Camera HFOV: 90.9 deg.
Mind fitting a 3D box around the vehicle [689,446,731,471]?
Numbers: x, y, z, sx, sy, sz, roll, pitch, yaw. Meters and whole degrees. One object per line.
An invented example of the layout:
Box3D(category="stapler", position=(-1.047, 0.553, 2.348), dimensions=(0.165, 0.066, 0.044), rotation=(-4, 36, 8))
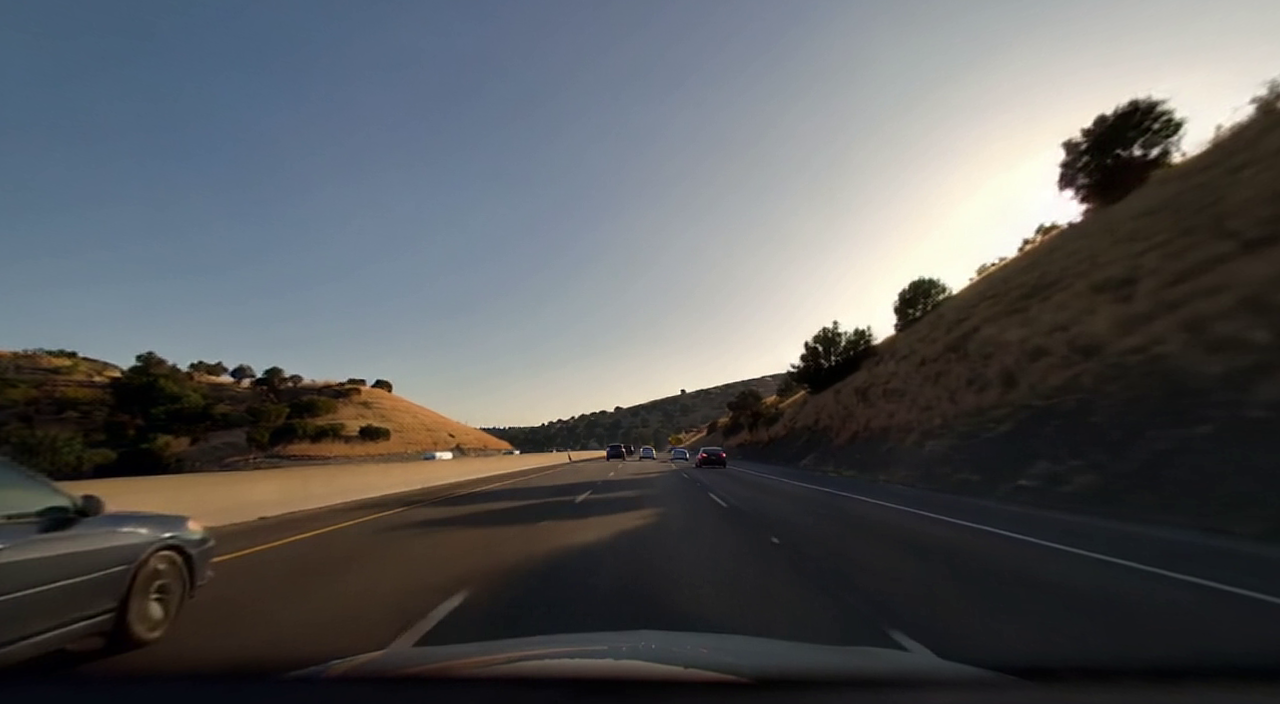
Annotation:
Box3D(category="vehicle", position=(3.912, 6.009, 35.781), dimensions=(1.976, 1.352, 3.602), rotation=(0, -8, 0))

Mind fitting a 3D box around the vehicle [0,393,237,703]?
Box3D(category="vehicle", position=(-3.923, 0.904, 2.559), dimensions=(1.910, 1.521, 3.930), rotation=(0, -8, 1))
